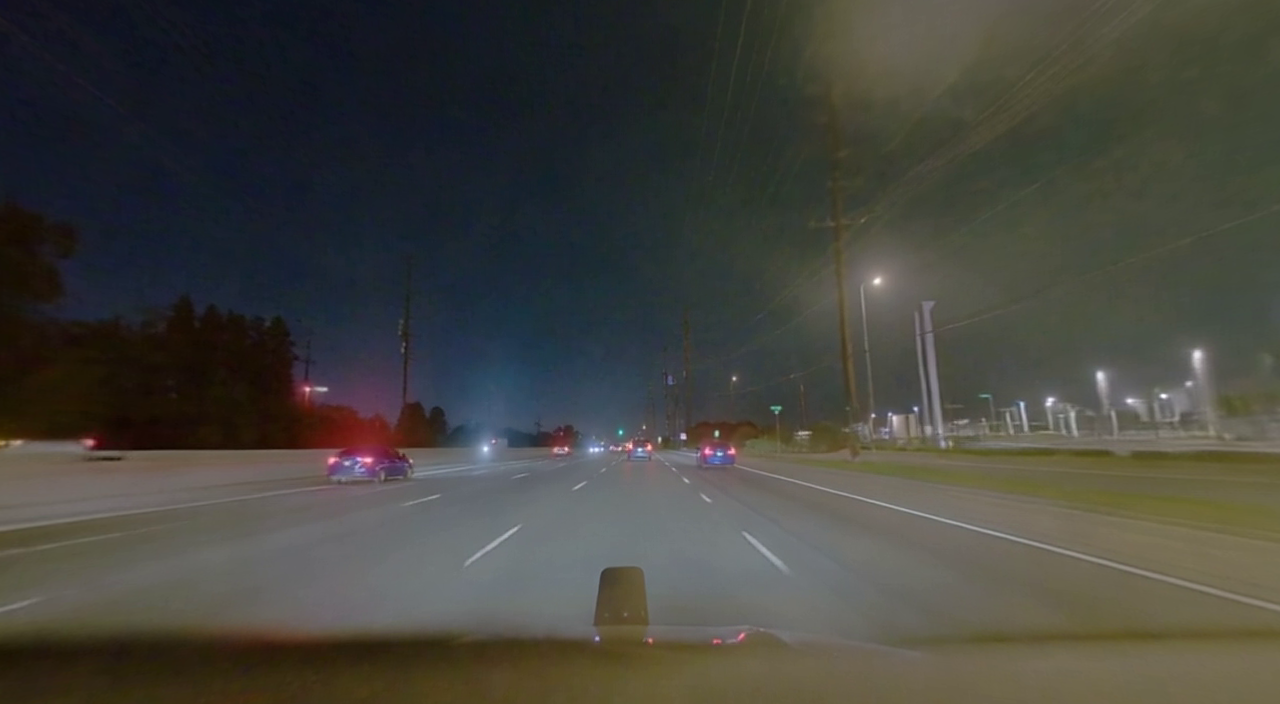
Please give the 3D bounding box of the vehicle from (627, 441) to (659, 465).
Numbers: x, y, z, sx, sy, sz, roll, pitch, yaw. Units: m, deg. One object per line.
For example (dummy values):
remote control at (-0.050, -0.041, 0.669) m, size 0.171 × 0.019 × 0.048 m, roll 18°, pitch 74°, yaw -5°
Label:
vehicle at (0.213, 6.710, 41.970) m, size 2.036 × 1.474 × 3.969 m, roll 0°, pitch -8°, yaw 0°

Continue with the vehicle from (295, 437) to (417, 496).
vehicle at (-10.364, 4.201, 23.545) m, size 2.241 × 1.810 × 4.966 m, roll -4°, pitch -8°, yaw 1°

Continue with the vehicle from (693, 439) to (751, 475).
vehicle at (3.730, 4.884, 29.494) m, size 2.060 × 1.526 × 4.387 m, roll 0°, pitch -8°, yaw -1°

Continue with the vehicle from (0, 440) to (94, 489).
vehicle at (-41.492, 7.293, 41.178) m, size 3.309 × 2.970 × 9.091 m, roll 0°, pitch -8°, yaw 2°

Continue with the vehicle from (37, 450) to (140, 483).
vehicle at (-33.662, 6.967, 38.689) m, size 2.025 × 1.792 × 4.533 m, roll -1°, pitch -8°, yaw 3°
